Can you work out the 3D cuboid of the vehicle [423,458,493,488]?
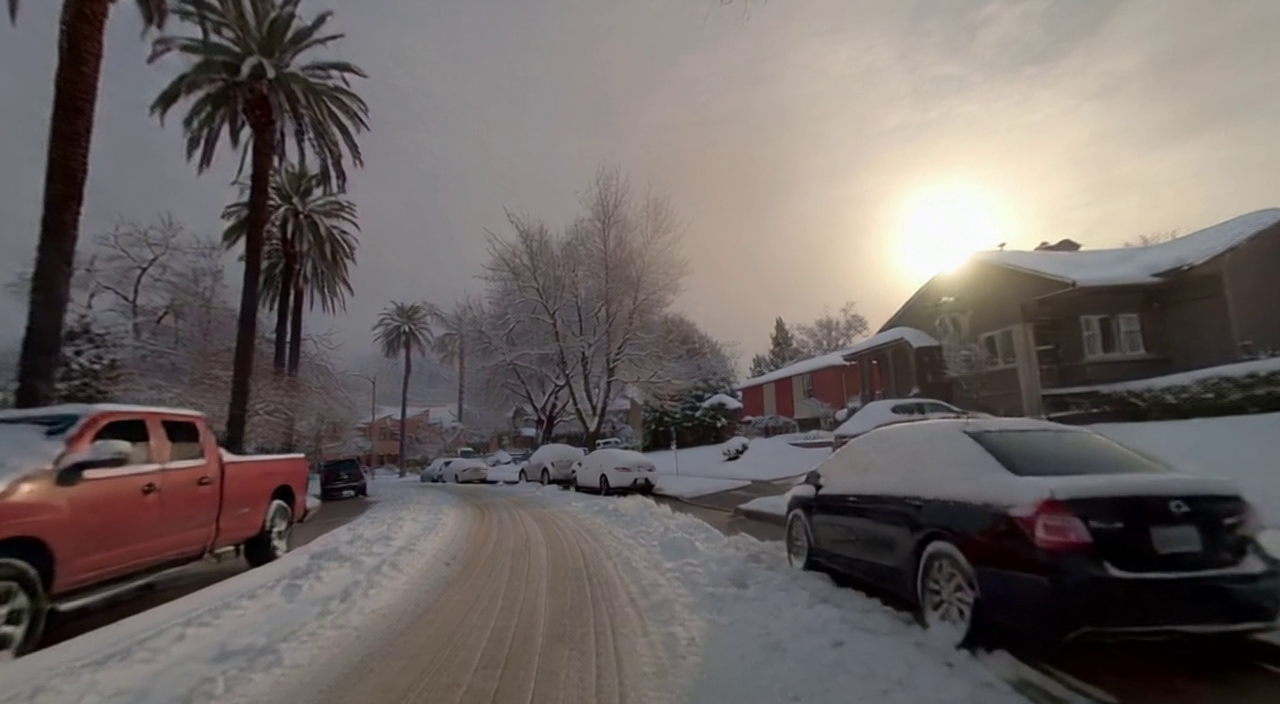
[{"bbox_3d":[-10.479,6.883,36.031,2.006,1.484,4.768,7,-11,-40],"label":"vehicle"}]

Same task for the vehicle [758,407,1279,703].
[{"bbox_3d":[2.635,1.382,5.410,1.927,1.522,4.728,1,-8,-5],"label":"vehicle"}]

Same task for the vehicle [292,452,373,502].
[{"bbox_3d":[-13.327,5.344,27.115,2.026,1.816,4.532,2,-9,-41],"label":"vehicle"}]

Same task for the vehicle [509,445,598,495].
[{"bbox_3d":[-3.528,4.590,24.988,1.918,1.753,4.655,5,-10,-29],"label":"vehicle"}]

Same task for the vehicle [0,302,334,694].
[{"bbox_3d":[-5.293,1.362,6.070,2.337,2.289,6.092,-7,-8,-9],"label":"vehicle"}]

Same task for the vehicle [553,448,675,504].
[{"bbox_3d":[-0.997,3.850,20.195,2.108,1.503,4.977,4,-9,-25],"label":"vehicle"}]

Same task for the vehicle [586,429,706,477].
[{"bbox_3d":[0.319,4.972,31.237,5.510,2.121,2.129,-1,-9,20],"label":"vehicle"}]
